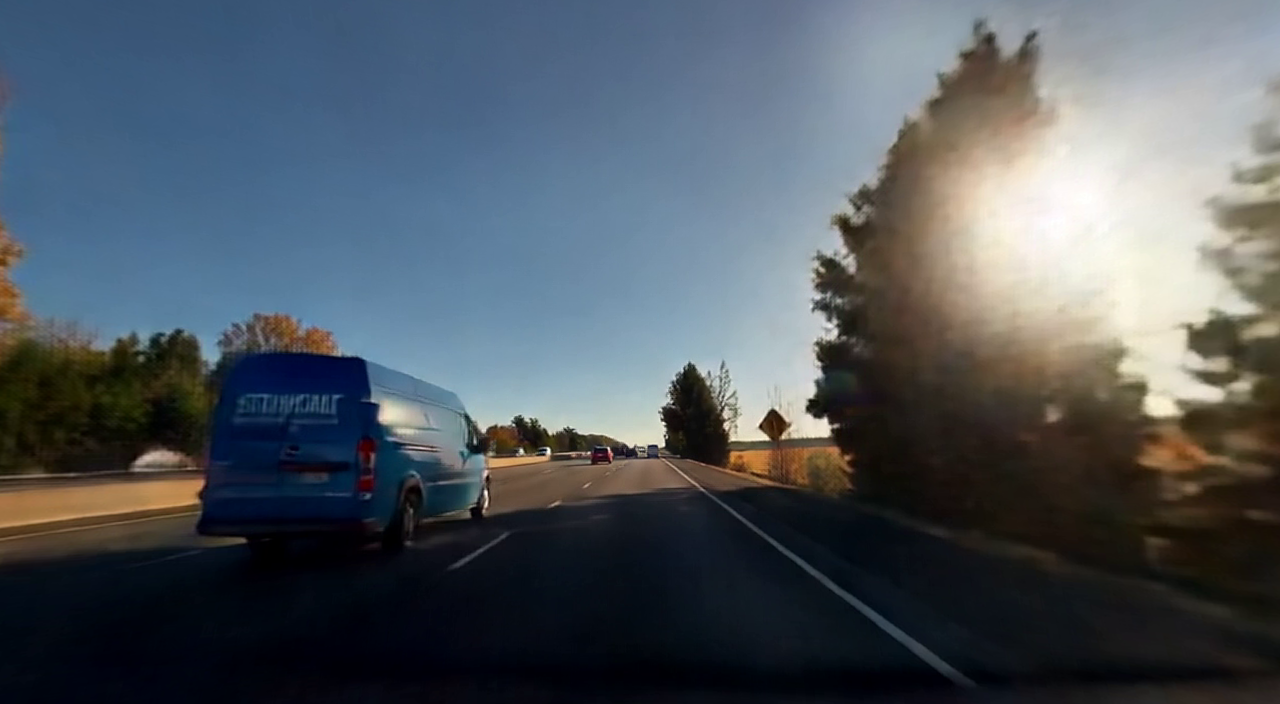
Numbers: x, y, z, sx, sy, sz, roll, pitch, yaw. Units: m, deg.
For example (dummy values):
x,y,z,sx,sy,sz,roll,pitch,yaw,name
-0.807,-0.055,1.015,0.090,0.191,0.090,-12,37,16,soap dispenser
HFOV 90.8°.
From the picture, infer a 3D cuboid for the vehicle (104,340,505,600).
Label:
x,y,z,sx,sy,sz,roll,pitch,yaw,name
-3.610,1.446,8.428,2.360,2.367,5.223,0,-9,1,vehicle
